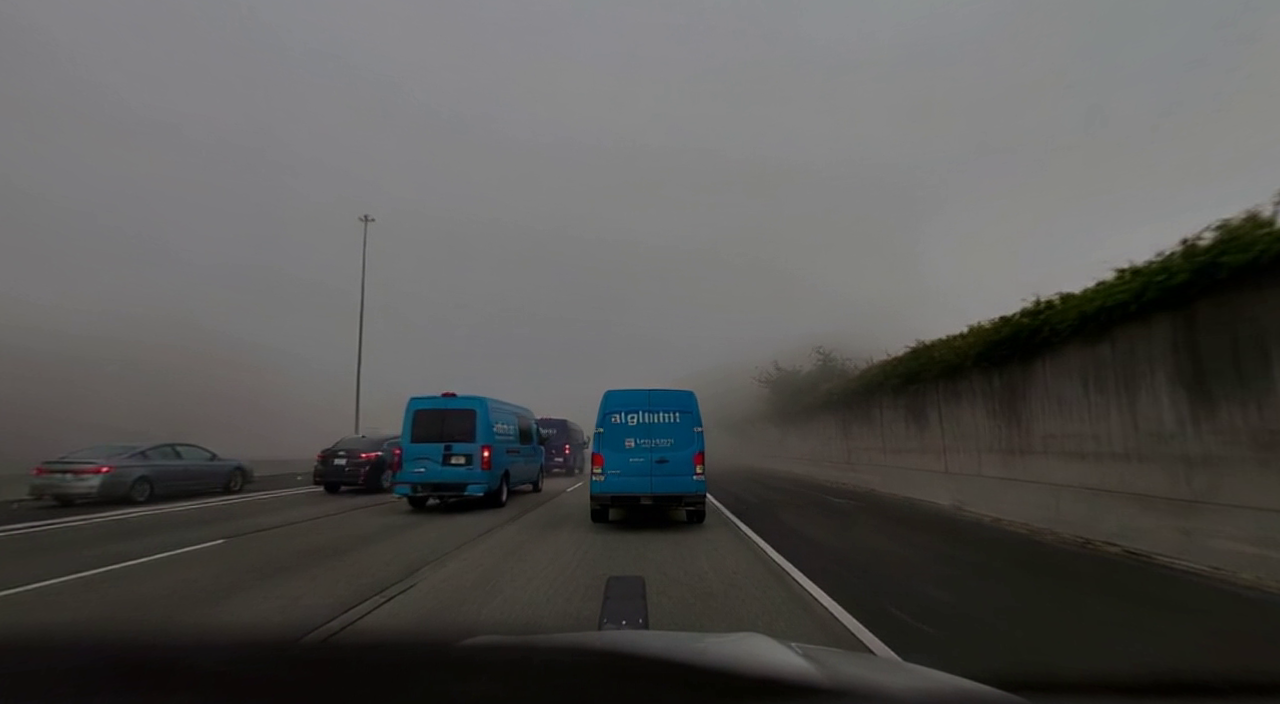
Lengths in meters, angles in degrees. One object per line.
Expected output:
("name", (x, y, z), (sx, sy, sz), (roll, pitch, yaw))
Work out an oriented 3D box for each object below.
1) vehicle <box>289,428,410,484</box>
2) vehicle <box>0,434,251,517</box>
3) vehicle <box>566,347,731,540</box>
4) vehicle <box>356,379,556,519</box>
("vehicle", (-10.741, 3.884, 23.821), (2.061, 1.846, 4.852), (0, -8, 3))
("vehicle", (-11.055, 2.629, 14.015), (1.839, 1.524, 4.449), (0, -8, 2))
("vehicle", (0.153, 1.758, 12.242), (2.316, 2.738, 6.398), (0, -8, 1))
("vehicle", (-3.582, 2.086, 13.812), (2.729, 2.439, 5.418), (0, -8, 0))
